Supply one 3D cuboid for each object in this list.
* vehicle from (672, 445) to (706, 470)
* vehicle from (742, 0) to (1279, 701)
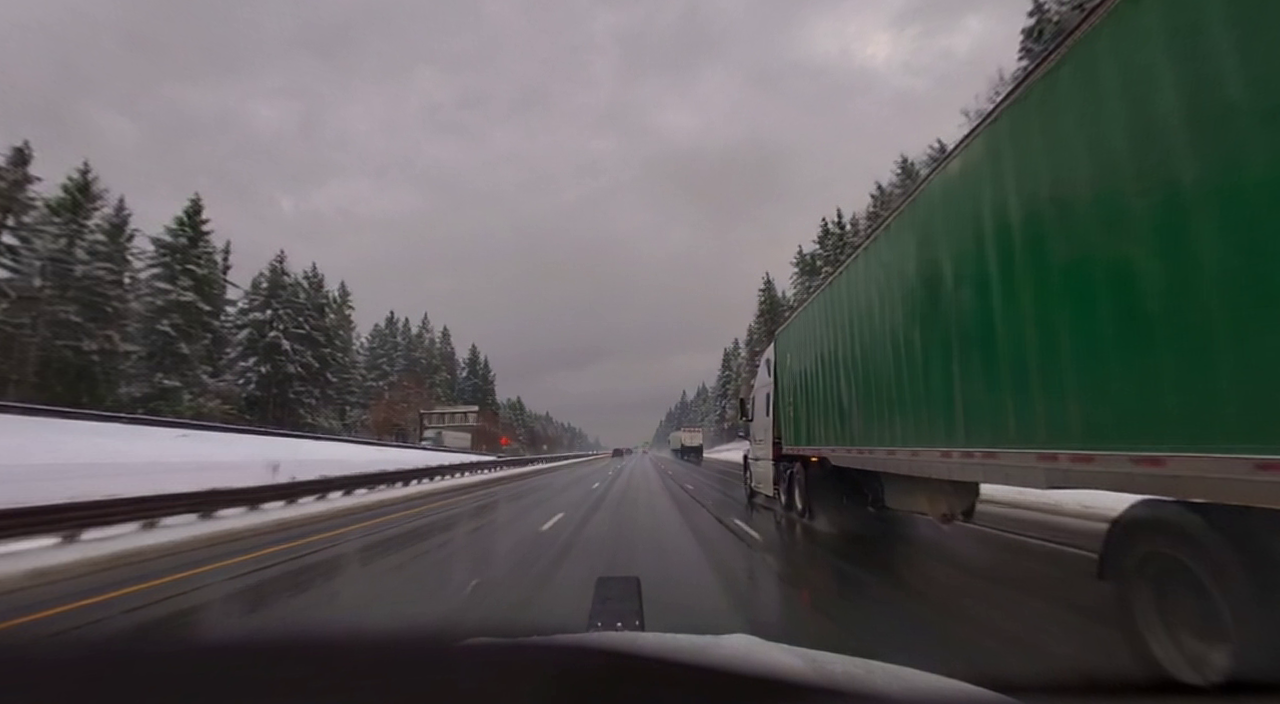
[{"bbox_3d":[3.307,7.142,42.979,2.019,1.601,3.953,0,-9,1],"label":"vehicle"},{"bbox_3d":[4.645,0.504,9.630,3.115,4.407,17.026,0,-9,-1],"label":"vehicle"}]
